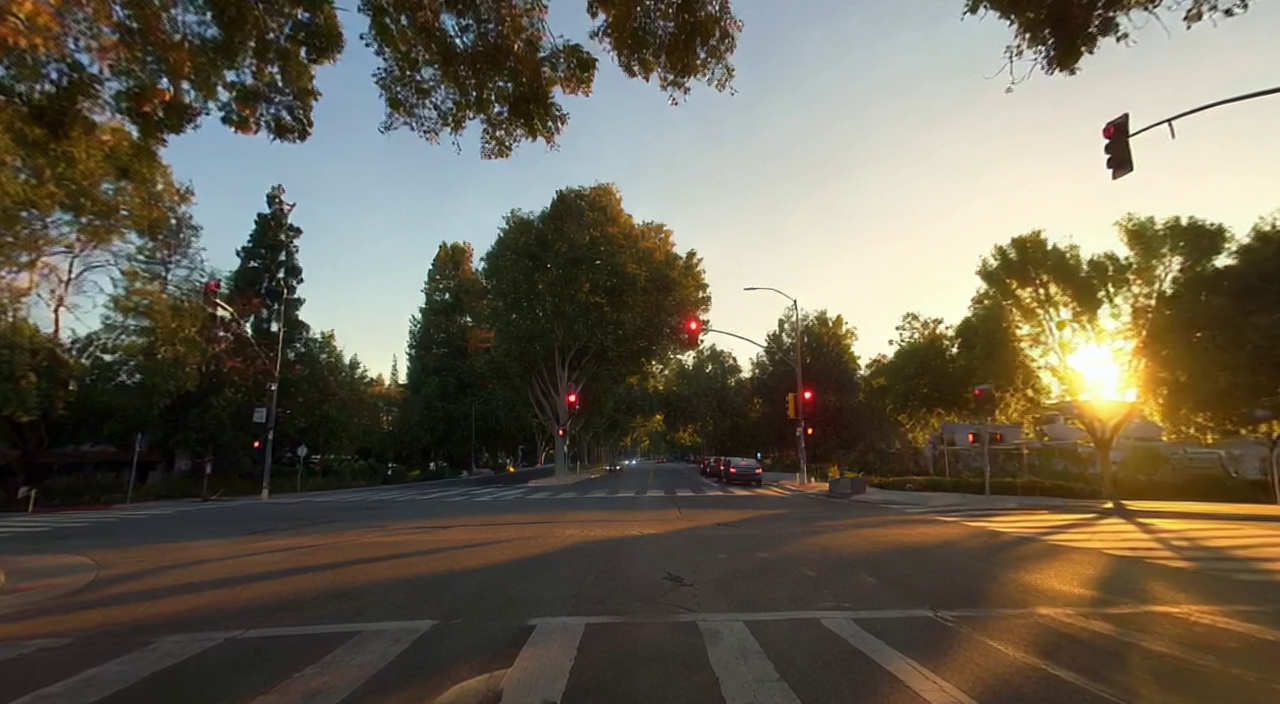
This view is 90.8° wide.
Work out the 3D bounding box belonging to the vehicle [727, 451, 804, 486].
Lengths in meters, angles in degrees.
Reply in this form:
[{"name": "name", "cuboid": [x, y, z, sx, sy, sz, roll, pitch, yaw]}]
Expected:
[{"name": "vehicle", "cuboid": [8.819, 8.253, 45.446, 2.771, 2.214, 7.159, 2, -9, -12]}]
